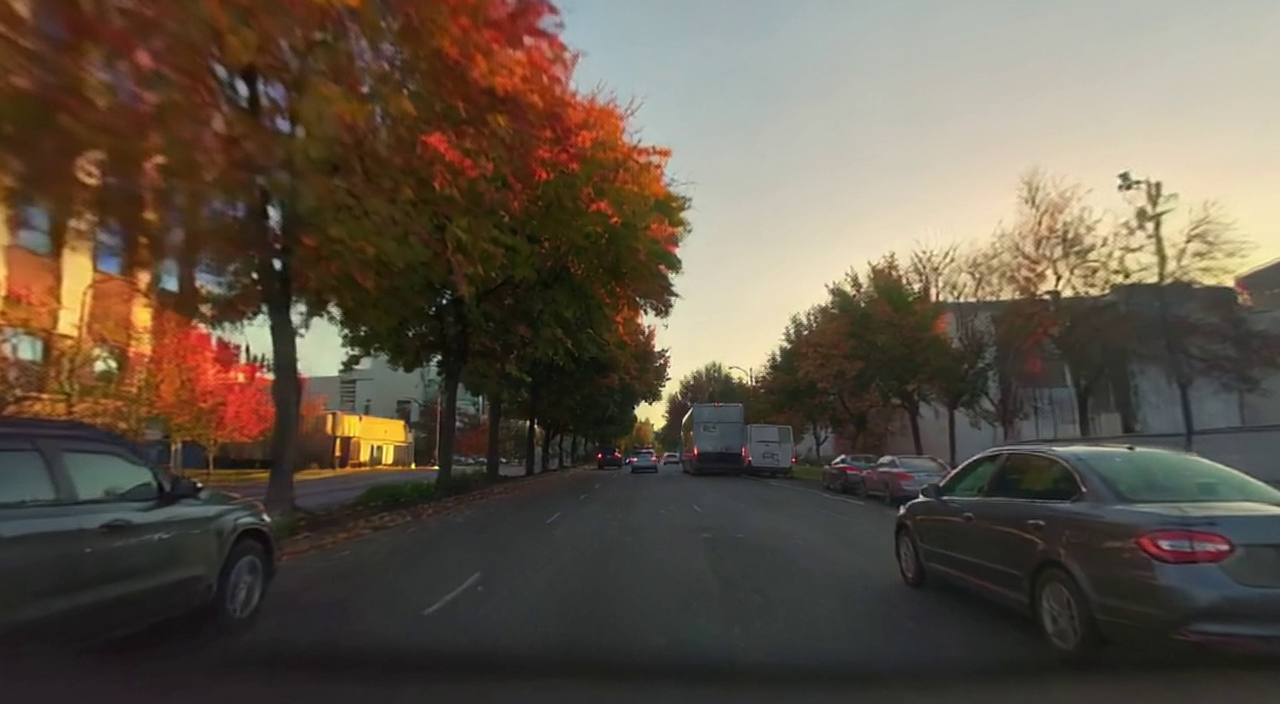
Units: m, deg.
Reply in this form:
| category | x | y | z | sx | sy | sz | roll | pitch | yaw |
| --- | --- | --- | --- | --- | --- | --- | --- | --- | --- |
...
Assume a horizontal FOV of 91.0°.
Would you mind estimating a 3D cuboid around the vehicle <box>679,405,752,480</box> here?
| category | x | y | z | sx | sy | sz | roll | pitch | yaw |
| --- | --- | --- | --- | --- | --- | --- | --- | --- | --- |
| vehicle | 4.051 | 5.264 | 36.636 | 3.003 | 3.680 | 10.684 | 0 | -8 | 0 |

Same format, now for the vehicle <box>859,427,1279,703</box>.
| category | x | y | z | sx | sy | sz | roll | pitch | yaw |
| --- | --- | --- | --- | --- | --- | --- | --- | --- | --- |
| vehicle | 3.729 | 1.431 | 5.306 | 1.915 | 1.449 | 4.970 | 0 | -8 | -1 |

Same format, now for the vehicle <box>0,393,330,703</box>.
| category | x | y | z | sx | sy | sz | roll | pitch | yaw |
| --- | --- | --- | --- | --- | --- | --- | --- | --- | --- |
| vehicle | -3.572 | 1.015 | 3.068 | 1.751 | 1.540 | 4.481 | 0 | -8 | 1 |

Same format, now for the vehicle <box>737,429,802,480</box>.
| category | x | y | z | sx | sy | sz | roll | pitch | yaw |
| --- | --- | --- | --- | --- | --- | --- | --- | --- | --- |
| vehicle | 7.337 | 5.896 | 36.445 | 2.483 | 2.707 | 5.496 | 0 | -8 | -1 |

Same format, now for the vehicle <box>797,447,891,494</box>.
| category | x | y | z | sx | sy | sz | roll | pitch | yaw |
| --- | --- | --- | --- | --- | --- | --- | --- | --- | --- |
| vehicle | 7.039 | 4.106 | 22.282 | 1.859 | 1.467 | 4.749 | 0 | -8 | 1 |

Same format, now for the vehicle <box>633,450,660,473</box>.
| category | x | y | z | sx | sy | sz | roll | pitch | yaw |
| --- | --- | --- | --- | --- | --- | --- | --- | --- | --- |
| vehicle | 0.493 | 7.956 | 45.879 | 1.846 | 1.528 | 4.348 | 0 | -8 | 1 |
